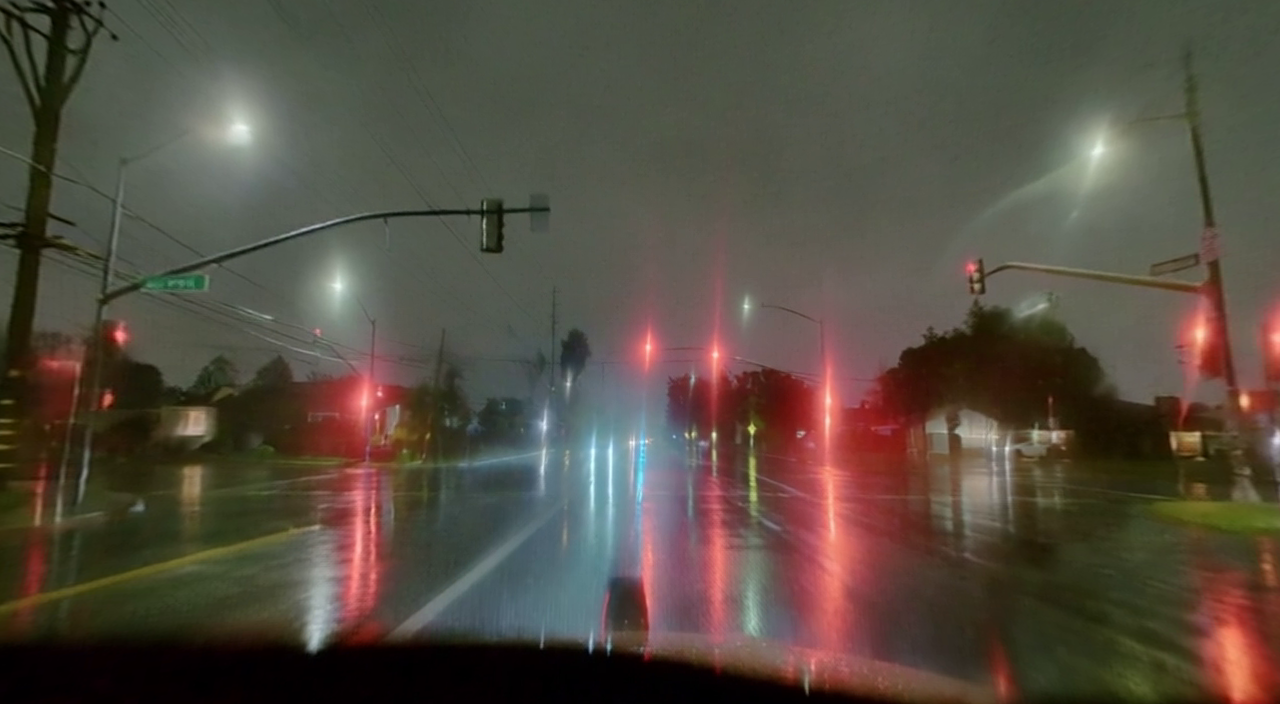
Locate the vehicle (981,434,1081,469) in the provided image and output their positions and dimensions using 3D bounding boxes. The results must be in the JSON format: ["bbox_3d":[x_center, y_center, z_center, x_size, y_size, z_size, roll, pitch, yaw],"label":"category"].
[{"bbox_3d":[22.917,5.833,37.207,2.030,1.927,4.853,2,-9,-14],"label":"vehicle"}]
